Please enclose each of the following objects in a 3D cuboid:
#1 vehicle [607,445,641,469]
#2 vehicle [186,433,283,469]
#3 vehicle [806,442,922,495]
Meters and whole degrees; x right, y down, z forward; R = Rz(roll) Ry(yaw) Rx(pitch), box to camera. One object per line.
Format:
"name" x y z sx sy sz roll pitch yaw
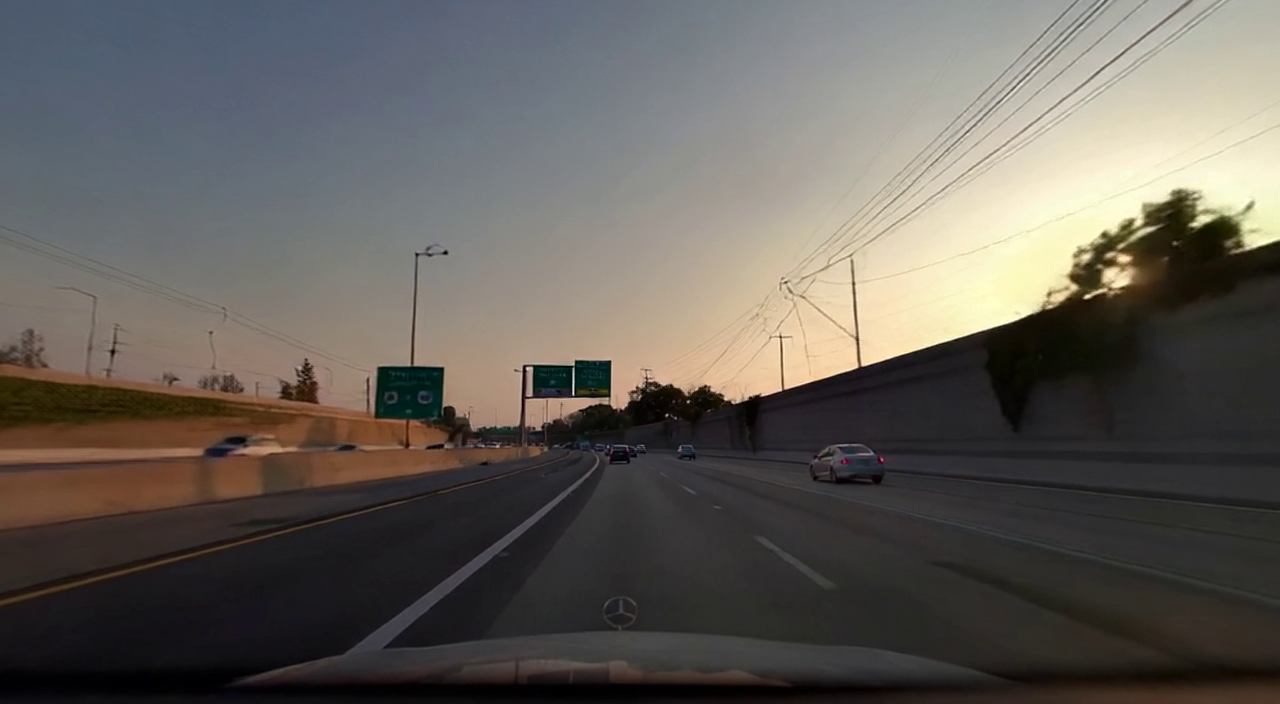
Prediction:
"vehicle" -1.132 6.940 42.082 2.109 1.489 4.027 0 -9 -4
"vehicle" -24.402 6.001 38.458 2.250 1.966 5.757 0 -9 -2
"vehicle" 6.732 3.538 19.575 1.876 1.451 4.154 0 -9 -3
